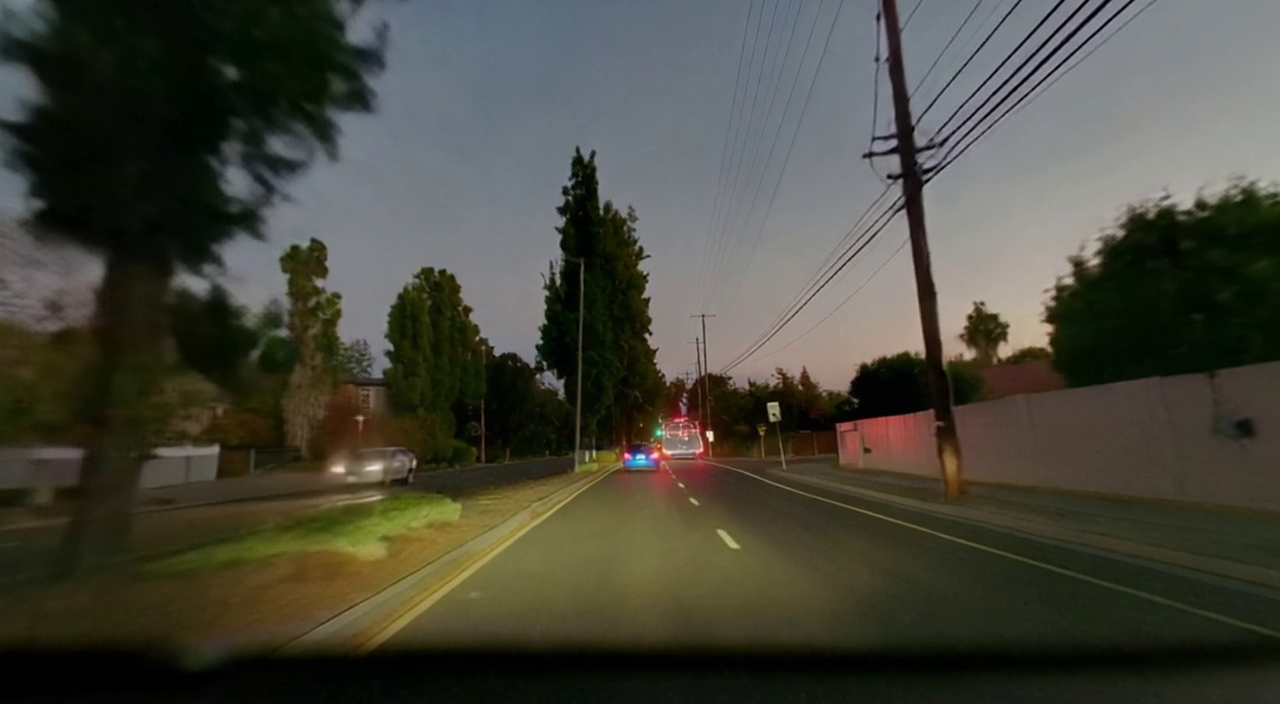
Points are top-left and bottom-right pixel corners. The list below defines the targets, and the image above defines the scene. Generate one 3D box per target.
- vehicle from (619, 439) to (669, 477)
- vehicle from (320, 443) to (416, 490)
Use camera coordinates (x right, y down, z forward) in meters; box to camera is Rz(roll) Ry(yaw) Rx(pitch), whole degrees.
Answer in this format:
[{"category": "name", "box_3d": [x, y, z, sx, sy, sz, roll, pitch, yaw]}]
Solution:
[{"category": "vehicle", "box_3d": [0.177, 4.604, 27.640, 2.018, 1.511, 3.993, 0, -8, 0]}, {"category": "vehicle", "box_3d": [-11.342, 4.782, 26.726, 1.951, 1.795, 4.579, 0, -8, 1]}]
